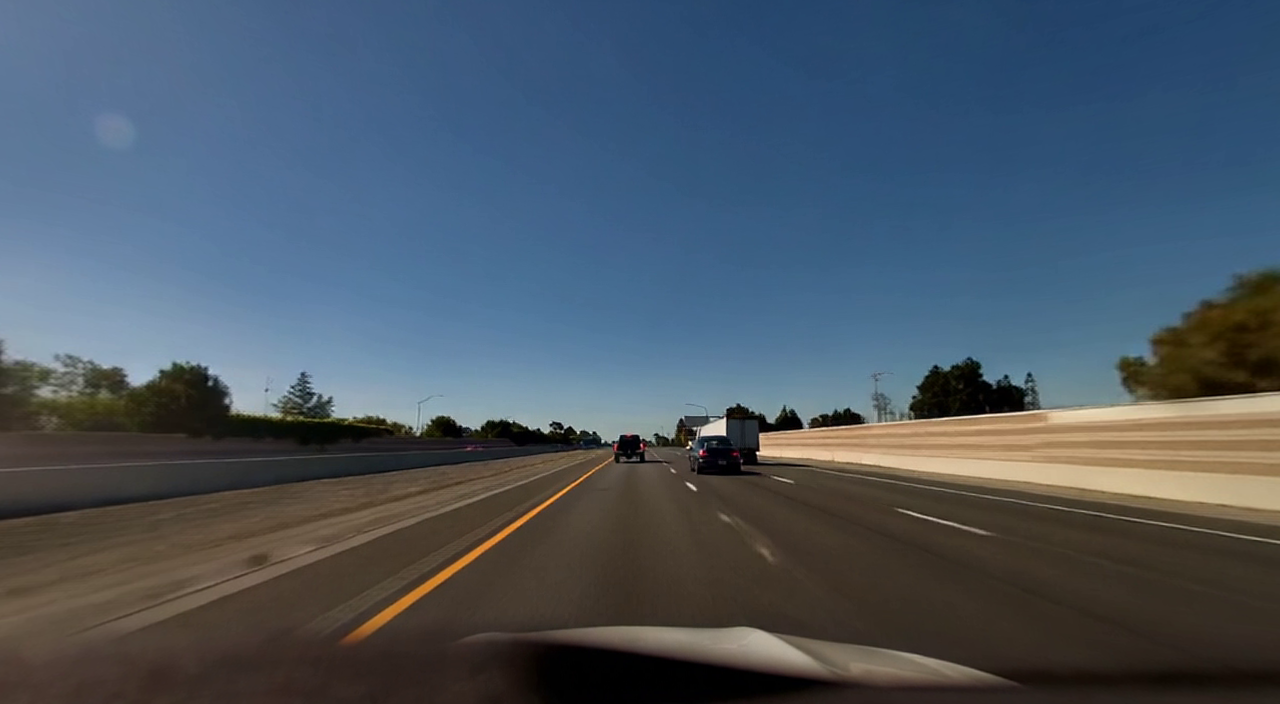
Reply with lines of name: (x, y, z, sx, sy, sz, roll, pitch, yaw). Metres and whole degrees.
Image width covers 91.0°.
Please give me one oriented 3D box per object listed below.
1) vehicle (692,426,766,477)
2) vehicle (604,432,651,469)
vehicle: (3.475, 4.042, 25.597, 2.269, 1.839, 4.554, 1, -9, -1)
vehicle: (-0.528, 4.858, 31.043, 2.142, 1.664, 4.076, 0, -9, 1)
